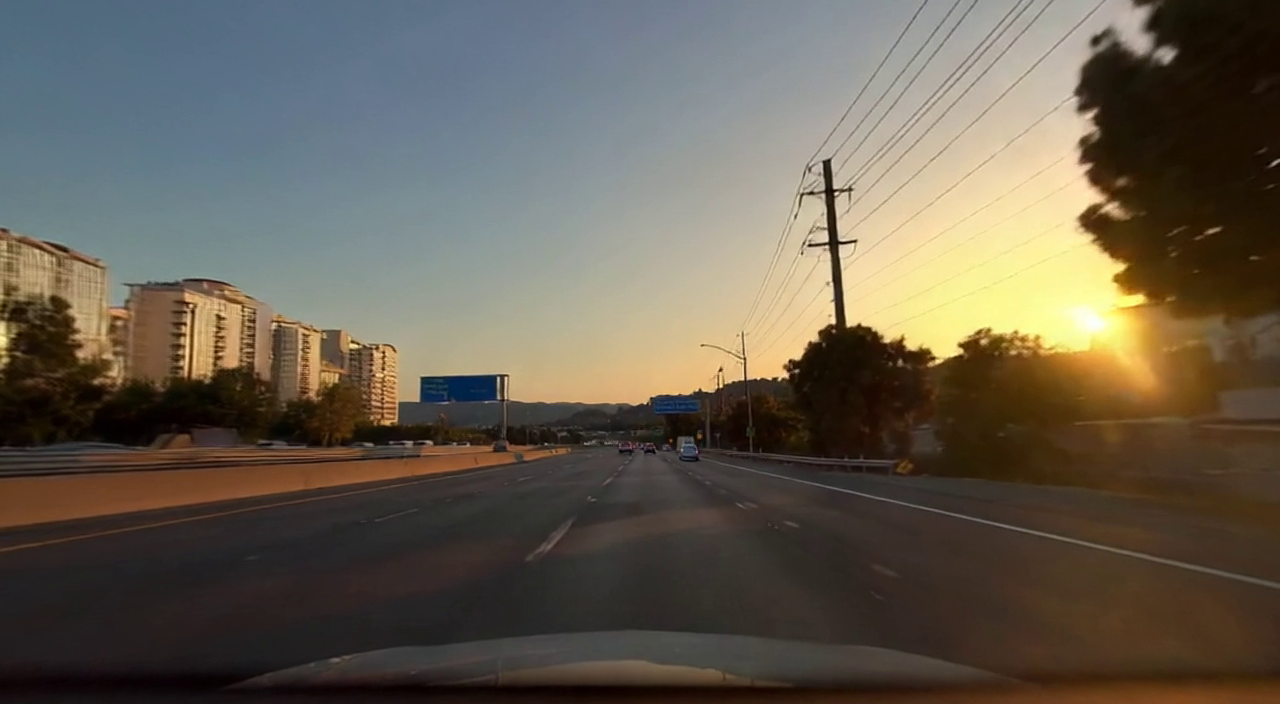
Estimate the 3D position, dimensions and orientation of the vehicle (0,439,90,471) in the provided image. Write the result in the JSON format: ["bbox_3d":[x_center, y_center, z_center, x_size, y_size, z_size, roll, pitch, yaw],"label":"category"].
[{"bbox_3d":[-30.500,5.131,31.679,1.717,1.466,4.377,0,-8,0],"label":"vehicle"}]

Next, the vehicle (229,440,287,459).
[{"bbox_3d":[-29.994,7.665,49.660,1.777,1.476,4.493,0,-8,0],"label":"vehicle"}]
